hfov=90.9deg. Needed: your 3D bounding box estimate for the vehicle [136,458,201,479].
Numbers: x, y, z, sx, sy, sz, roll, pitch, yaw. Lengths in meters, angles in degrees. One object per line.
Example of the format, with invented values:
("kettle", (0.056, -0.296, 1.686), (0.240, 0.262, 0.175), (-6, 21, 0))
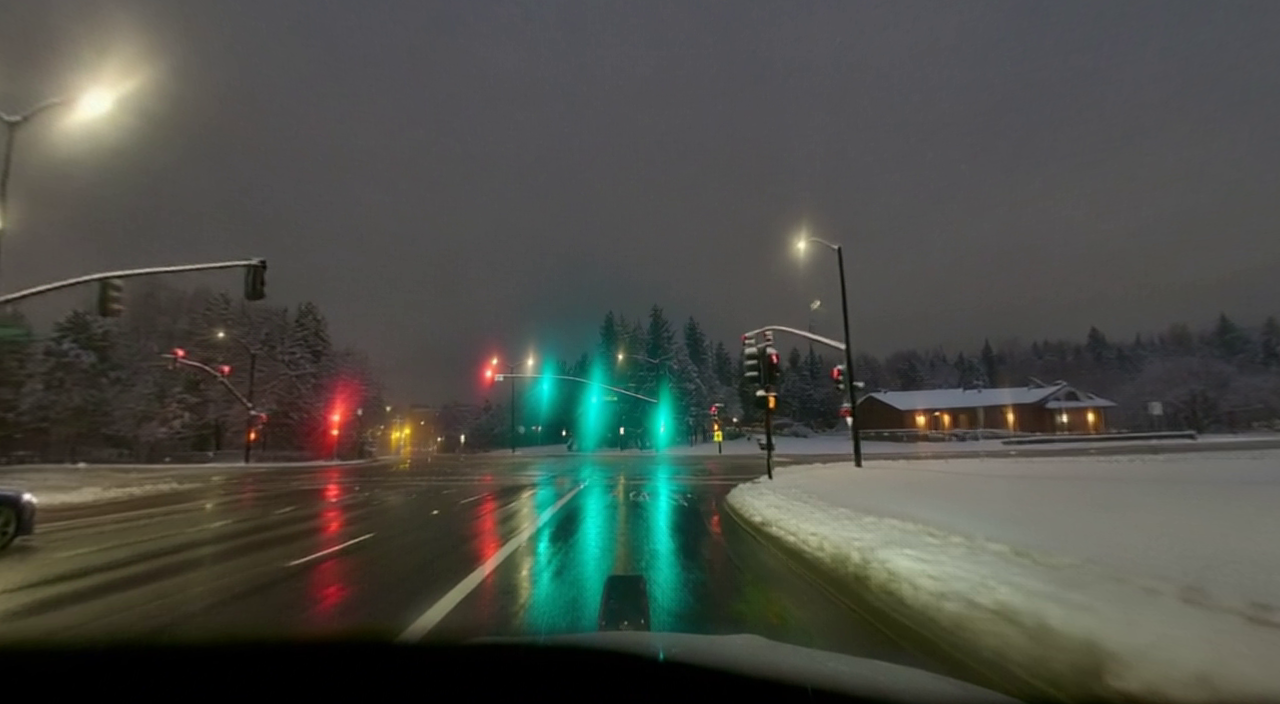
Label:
("vehicle", (-36.698, 9.055, 49.103), (3.748, 1.389, 1.656), (-2, -6, -1))
